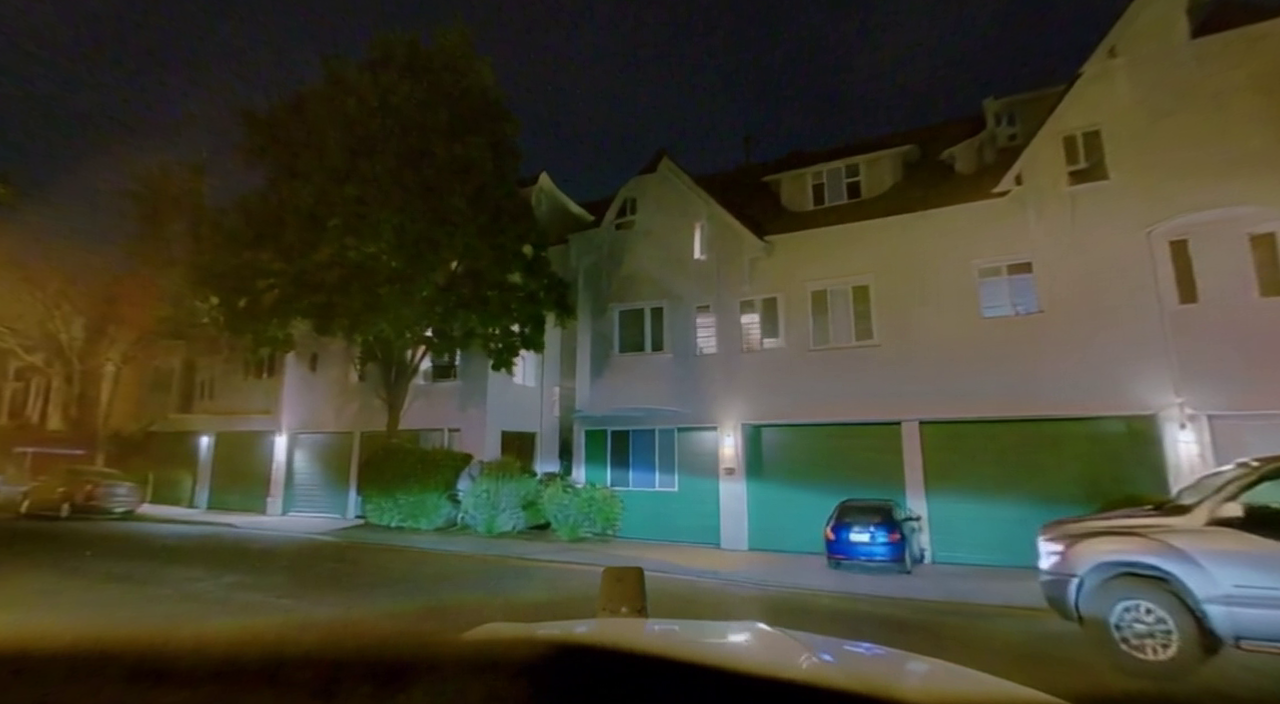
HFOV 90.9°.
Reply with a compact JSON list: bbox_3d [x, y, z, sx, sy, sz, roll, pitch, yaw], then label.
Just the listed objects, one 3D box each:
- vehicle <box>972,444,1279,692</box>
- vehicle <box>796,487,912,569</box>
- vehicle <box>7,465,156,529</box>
[{"bbox_3d":[6.088,1.735,5.375,5.600,1.835,2.161,-4,-10,29],"label":"vehicle"},{"bbox_3d":[5.252,4.134,15.181,1.869,1.460,3.826,-9,-12,27],"label":"vehicle"},{"bbox_3d":[-15.669,3.963,17.671,4.148,1.473,1.744,-4,-10,30],"label":"vehicle"}]
